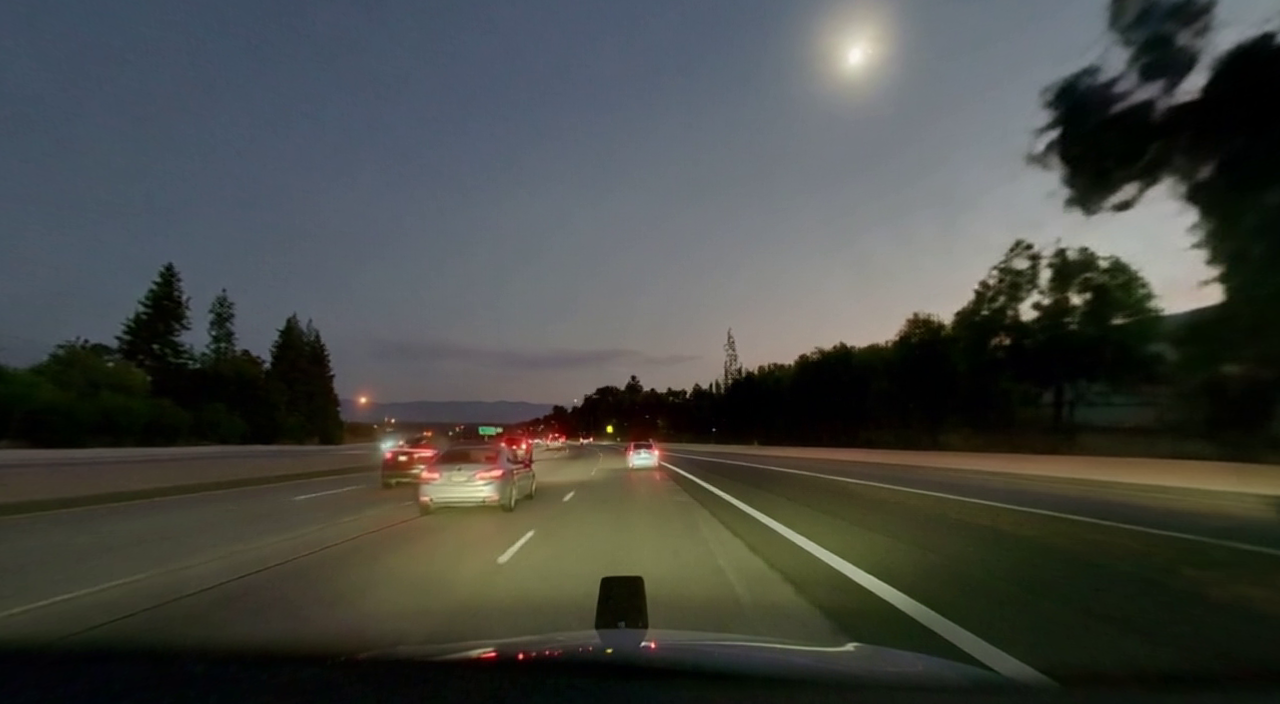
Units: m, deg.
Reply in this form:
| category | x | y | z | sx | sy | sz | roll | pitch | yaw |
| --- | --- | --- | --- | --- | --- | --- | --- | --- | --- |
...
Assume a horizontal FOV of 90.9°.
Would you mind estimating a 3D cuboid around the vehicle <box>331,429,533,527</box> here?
| category | x | y | z | sx | sy | sz | roll | pitch | yaw |
| --- | --- | --- | --- | --- | --- | --- | --- | --- | --- |
| vehicle | -3.667 | 2.341 | 12.352 | 2.246 | 1.519 | 4.980 | 0 | -9 | 0 |

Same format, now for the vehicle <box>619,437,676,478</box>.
| category | x | y | z | sx | sy | sz | roll | pitch | yaw |
| --- | --- | --- | --- | --- | --- | --- | --- | --- | --- |
| vehicle | 0.211 | 4.078 | 24.633 | 2.051 | 1.444 | 3.927 | 0 | -9 | -2 |
